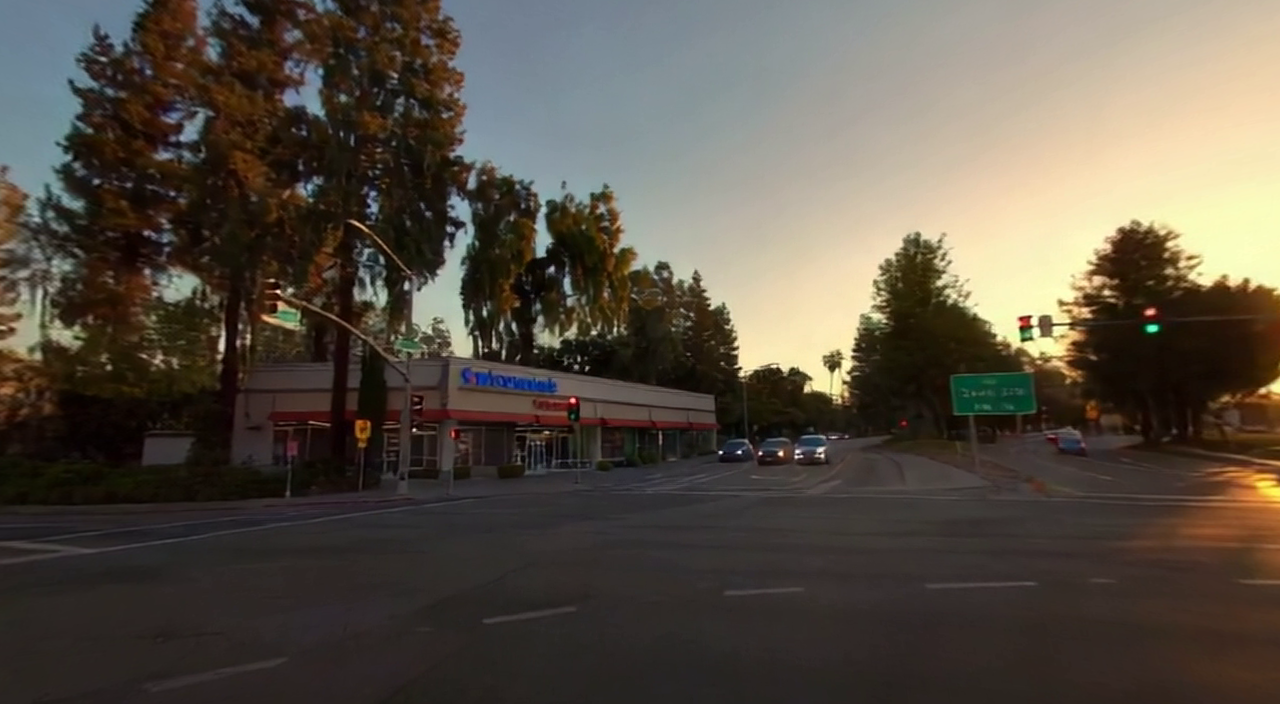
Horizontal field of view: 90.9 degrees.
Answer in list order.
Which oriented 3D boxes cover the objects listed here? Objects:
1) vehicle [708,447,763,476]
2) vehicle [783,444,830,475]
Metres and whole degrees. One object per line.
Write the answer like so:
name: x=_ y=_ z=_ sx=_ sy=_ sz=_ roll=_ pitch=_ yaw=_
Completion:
vehicle: x=5.405 y=6.081 z=35.191 sx=2.111 sy=1.499 sz=4.371 roll=-3 pitch=-9 yaw=21
vehicle: x=9.247 y=5.876 z=34.731 sx=1.920 sy=1.546 sz=4.086 roll=-4 pitch=-9 yaw=22
